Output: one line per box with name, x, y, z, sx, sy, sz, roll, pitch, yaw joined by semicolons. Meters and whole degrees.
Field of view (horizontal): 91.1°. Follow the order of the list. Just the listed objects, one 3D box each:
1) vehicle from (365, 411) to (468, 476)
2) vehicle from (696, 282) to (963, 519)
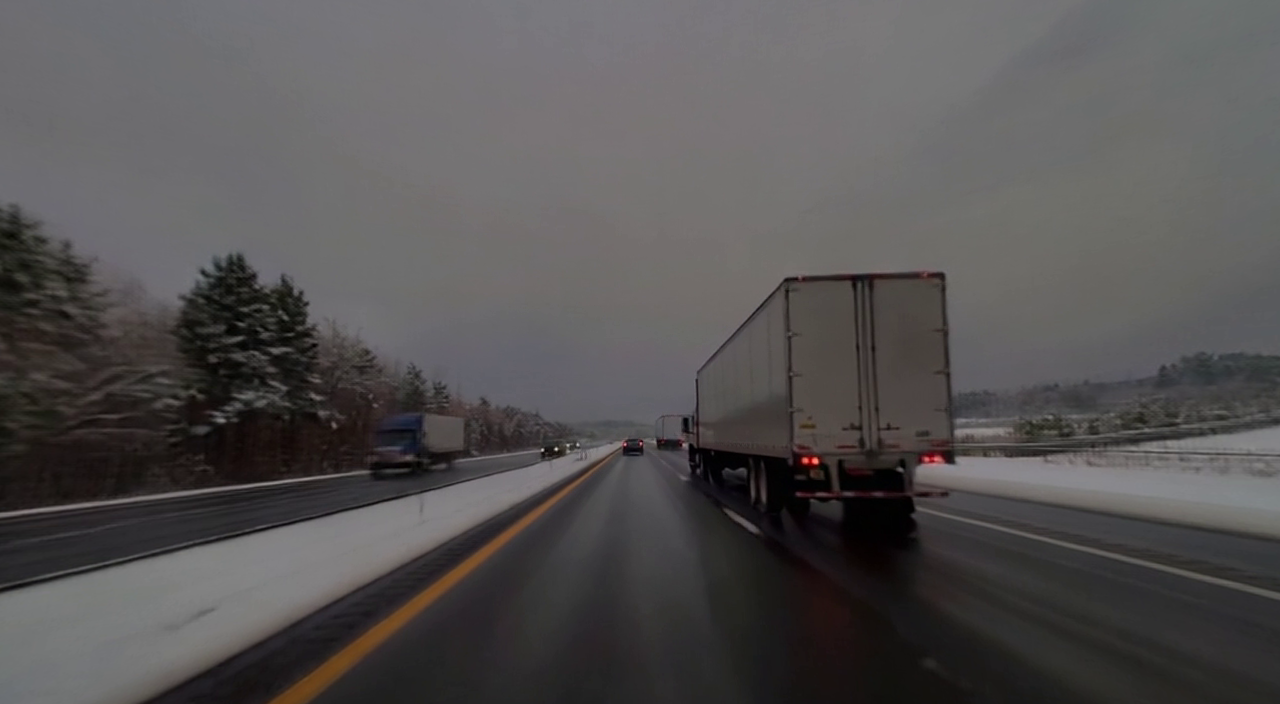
vehicle;-12.586;5.251;36.333;2.977;3.133;8.363;-3;-8;0
vehicle;3.773;1.691;17.539;2.919;4.004;13.911;0;-8;-1
